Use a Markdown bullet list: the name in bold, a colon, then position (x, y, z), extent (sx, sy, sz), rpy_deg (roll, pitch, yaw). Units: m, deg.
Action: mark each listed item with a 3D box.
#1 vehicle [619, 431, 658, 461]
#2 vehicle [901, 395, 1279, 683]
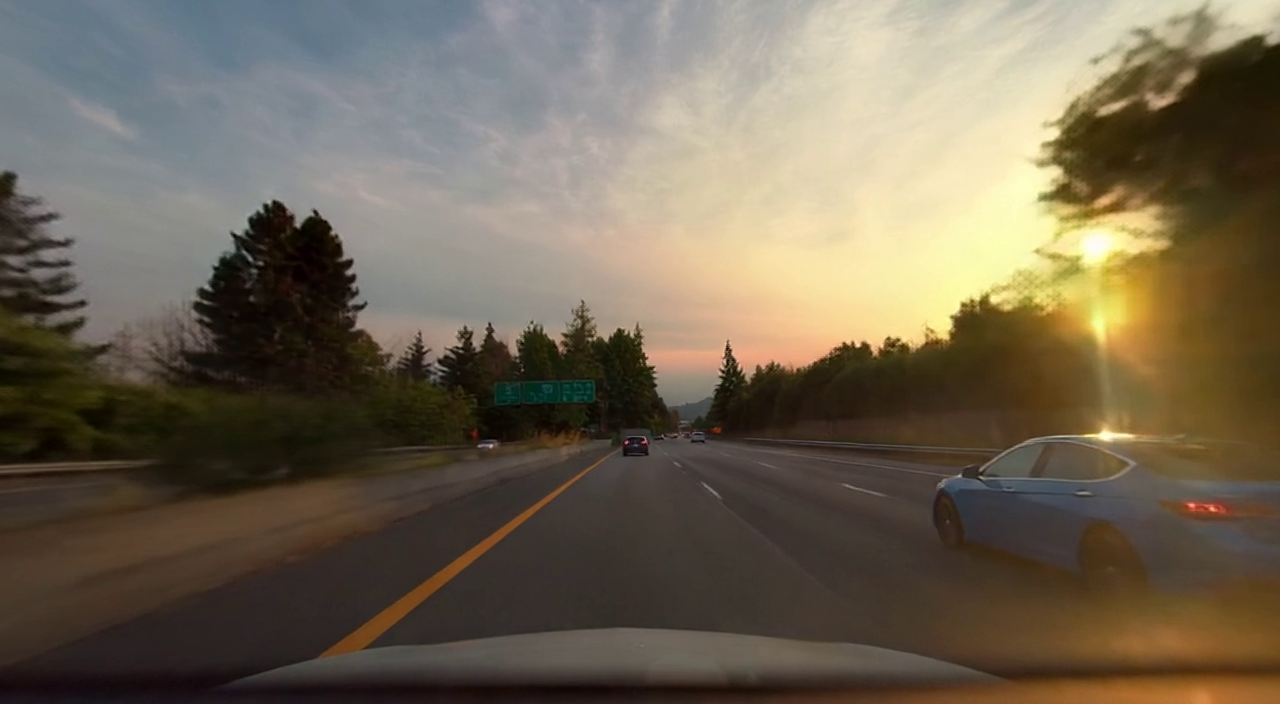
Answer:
- **vehicle**: position (-0.106, 5.115, 34.419), extent (2.046, 1.526, 3.903), rpy_deg (0, -8, -1)
- **vehicle**: position (4.192, 1.240, 5.237), extent (1.981, 1.467, 4.459), rpy_deg (0, -8, -2)
